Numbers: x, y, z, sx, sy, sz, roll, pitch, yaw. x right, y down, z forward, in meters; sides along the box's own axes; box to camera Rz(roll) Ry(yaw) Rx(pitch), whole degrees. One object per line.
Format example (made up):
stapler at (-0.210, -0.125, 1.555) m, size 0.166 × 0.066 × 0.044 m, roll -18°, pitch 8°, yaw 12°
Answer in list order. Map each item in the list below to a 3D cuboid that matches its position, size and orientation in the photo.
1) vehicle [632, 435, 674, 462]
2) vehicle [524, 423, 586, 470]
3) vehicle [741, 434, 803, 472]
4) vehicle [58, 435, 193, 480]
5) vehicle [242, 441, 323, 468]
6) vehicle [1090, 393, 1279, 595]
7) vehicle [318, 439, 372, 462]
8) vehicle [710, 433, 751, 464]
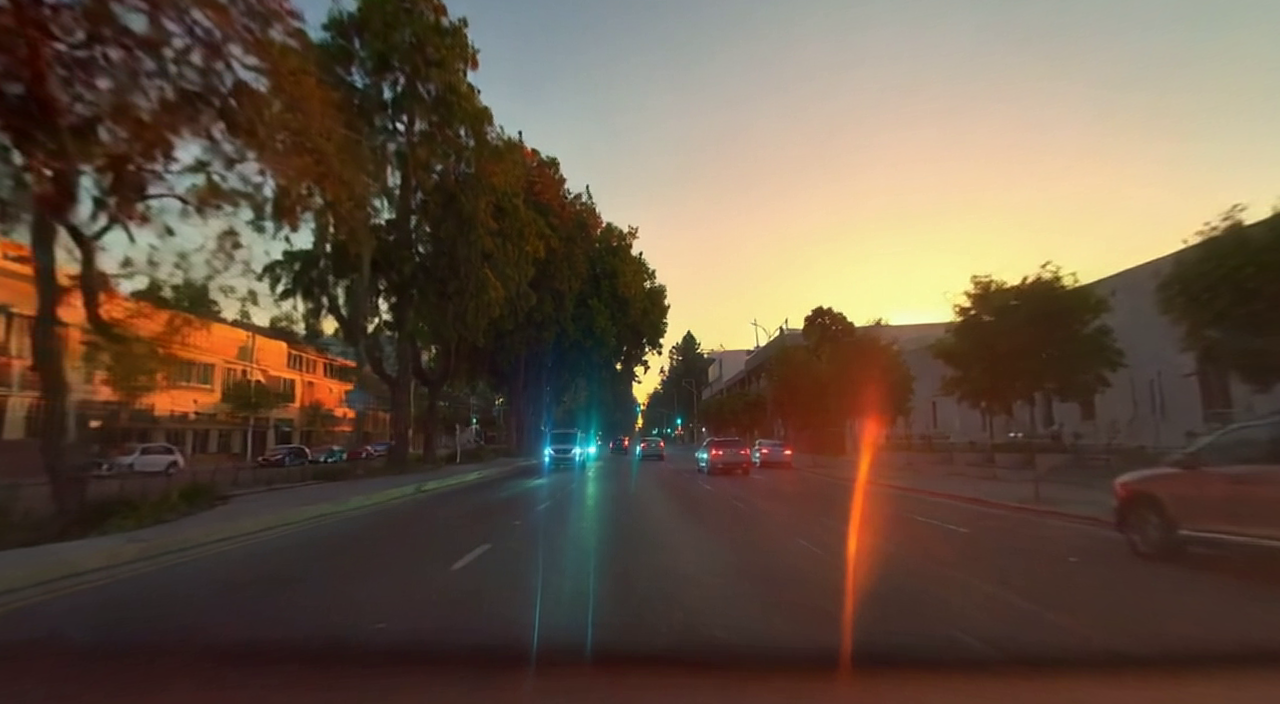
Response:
vehicle at (0.728, 5.940, 38.895) m, size 2.201 × 1.589 × 3.843 m, roll 1°, pitch -8°, yaw -4°
vehicle at (-3.796, 4.343, 29.154) m, size 2.223 × 1.957 × 4.845 m, roll 0°, pitch -8°, yaw 0°
vehicle at (6.386, 4.937, 31.061) m, size 2.164 × 1.727 × 3.955 m, roll 0°, pitch -8°, yaw -1°
vehicle at (-22.203, 4.564, 27.559) m, size 1.996 × 1.767 × 4.613 m, roll 0°, pitch -8°, yaw -1°
vehicle at (-22.367, 6.401, 39.827) m, size 2.111 × 1.554 × 5.163 m, roll 0°, pitch -8°, yaw -1°
vehicle at (7.012, 1.336, 5.989) m, size 2.216 × 1.847 × 4.321 m, roll 0°, pitch -8°, yaw -1°
vehicle at (-22.665, 7.577, 48.697) m, size 1.910 × 1.632 × 4.624 m, roll 0°, pitch -8°, yaw 0°
vehicle at (6.030, 6.457, 42.450) m, size 1.997 × 1.943 × 4.409 m, roll 0°, pitch -8°, yaw -1°
